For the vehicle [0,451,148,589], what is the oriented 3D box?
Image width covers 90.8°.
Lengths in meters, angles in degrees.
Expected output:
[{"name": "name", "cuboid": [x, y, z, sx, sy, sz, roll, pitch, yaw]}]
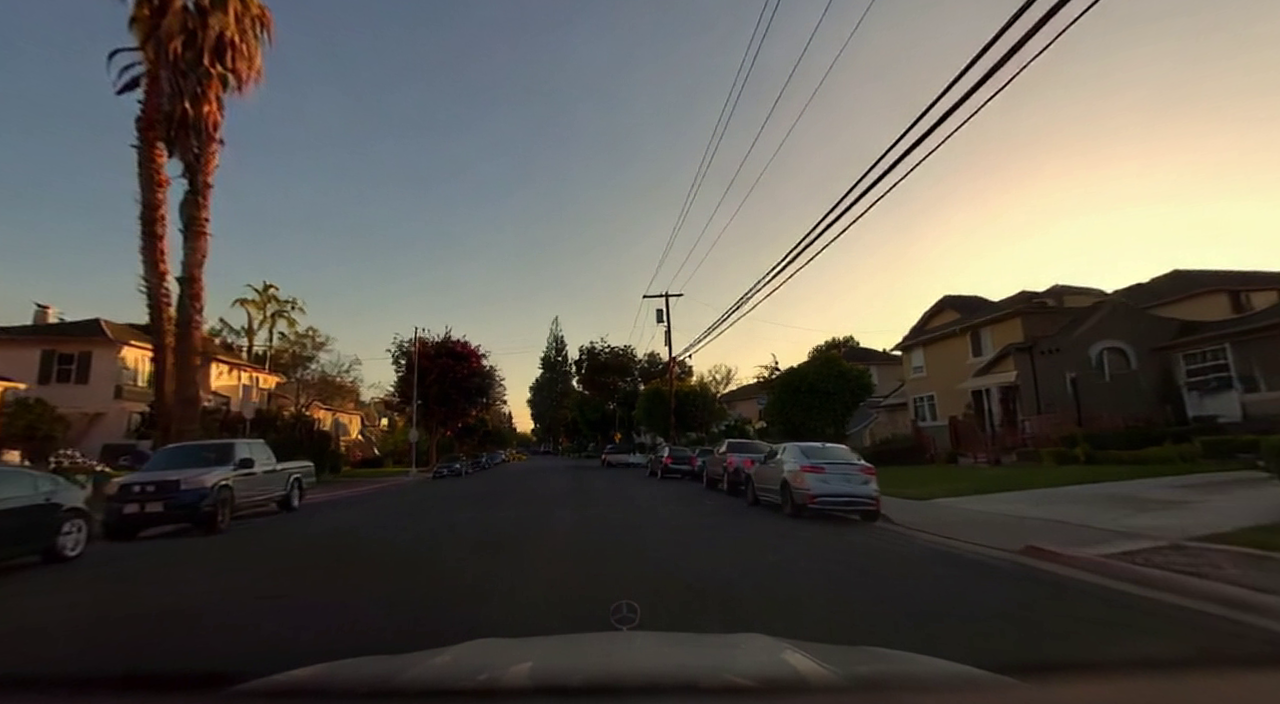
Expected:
[{"name": "vehicle", "cuboid": [-7.942, 1.885, 7.136, 1.801, 1.477, 4.239, 1, -9, -8]}]

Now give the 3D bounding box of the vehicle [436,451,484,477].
[{"name": "vehicle", "cuboid": [-11.201, 6.973, 39.697, 2.013, 1.483, 4.645, 0, -8, -5]}]

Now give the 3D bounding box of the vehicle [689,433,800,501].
[{"name": "vehicle", "cuboid": [2.970, 3.408, 19.194, 1.922, 1.761, 4.633, 1, -9, -9]}]

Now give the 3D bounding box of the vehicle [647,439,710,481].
[{"name": "vehicle", "cuboid": [1.709, 5.116, 30.359, 2.115, 1.826, 4.871, 1, -9, -7]}]

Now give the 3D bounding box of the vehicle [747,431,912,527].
[{"name": "vehicle", "cuboid": [3.747, 2.579, 13.456, 1.894, 1.675, 4.294, 0, -8, -4]}]

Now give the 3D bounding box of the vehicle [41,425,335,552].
[{"name": "vehicle", "cuboid": [-8.480, 2.557, 12.857, 2.300, 1.943, 5.744, 1, -8, -7]}]
